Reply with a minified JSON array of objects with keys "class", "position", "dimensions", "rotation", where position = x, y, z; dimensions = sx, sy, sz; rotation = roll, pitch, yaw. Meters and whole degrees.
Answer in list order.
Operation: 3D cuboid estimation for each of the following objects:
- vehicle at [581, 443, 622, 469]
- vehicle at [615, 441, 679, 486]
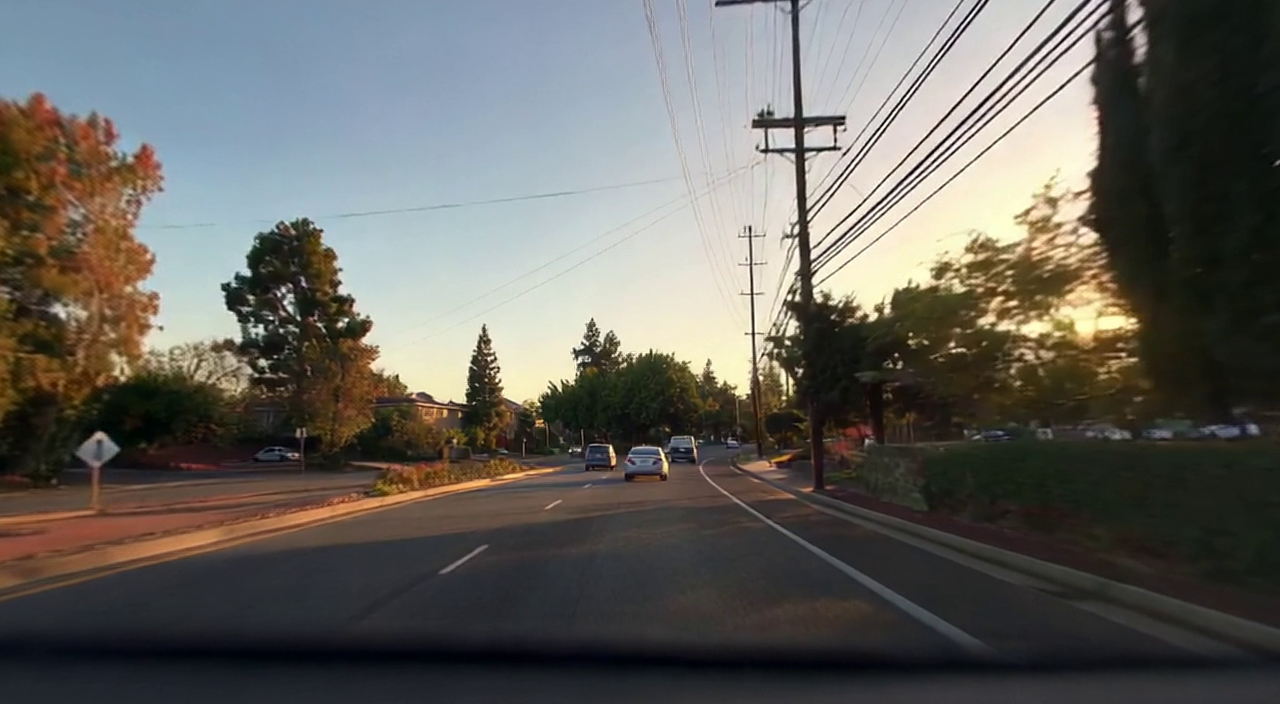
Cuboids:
[{"class":"vehicle","position":[-2.272,6.291,38.220],"dimensions":[1.983,1.485,4.159],"rotation":[0,-9,4]},{"class":"vehicle","position":[0.352,4.040,23.098],"dimensions":[2.117,1.474,4.036],"rotation":[0,-9,4]}]
